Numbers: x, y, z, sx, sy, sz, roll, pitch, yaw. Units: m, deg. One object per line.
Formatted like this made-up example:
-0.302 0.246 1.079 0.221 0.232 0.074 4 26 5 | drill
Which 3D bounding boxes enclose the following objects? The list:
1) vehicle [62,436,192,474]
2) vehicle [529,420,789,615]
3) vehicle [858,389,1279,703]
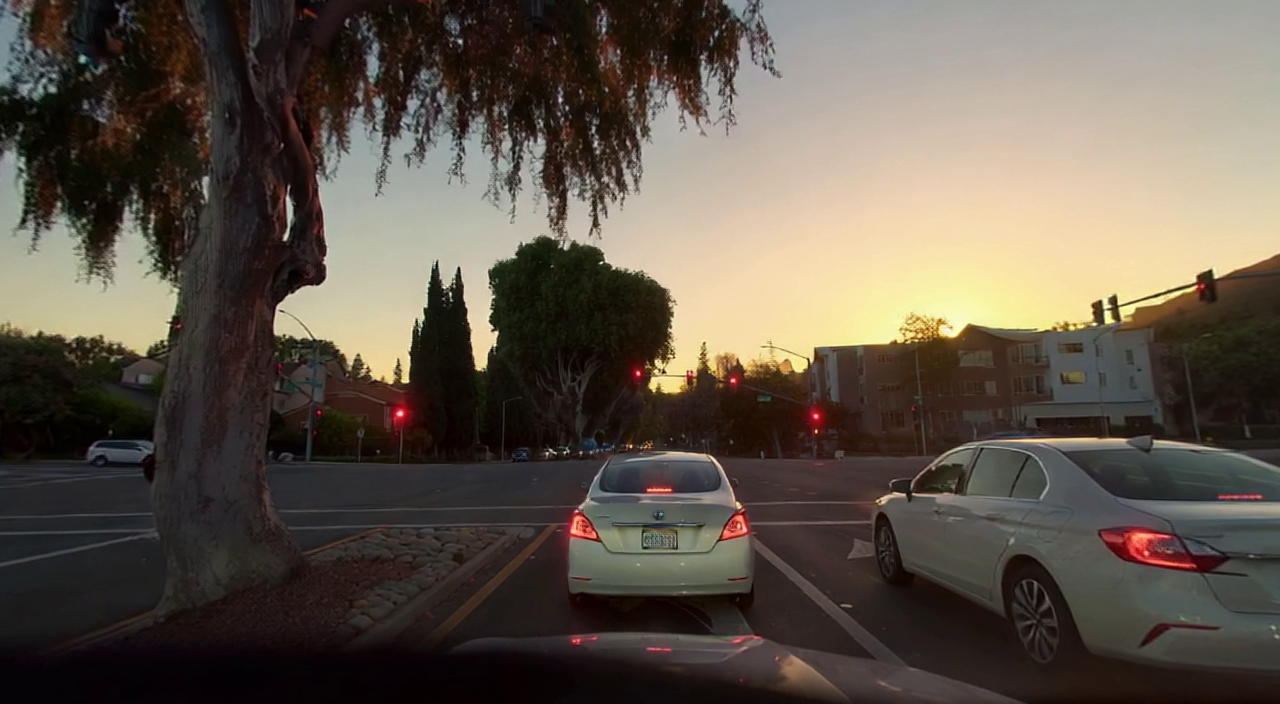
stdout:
-24.299 4.877 29.989 4.450 1.684 1.894 0 -8 0 | vehicle
0.106 1.563 6.872 2.017 1.485 3.813 0 -8 -1 | vehicle
3.174 1.126 3.897 1.931 1.493 4.555 0 -8 -1 | vehicle
